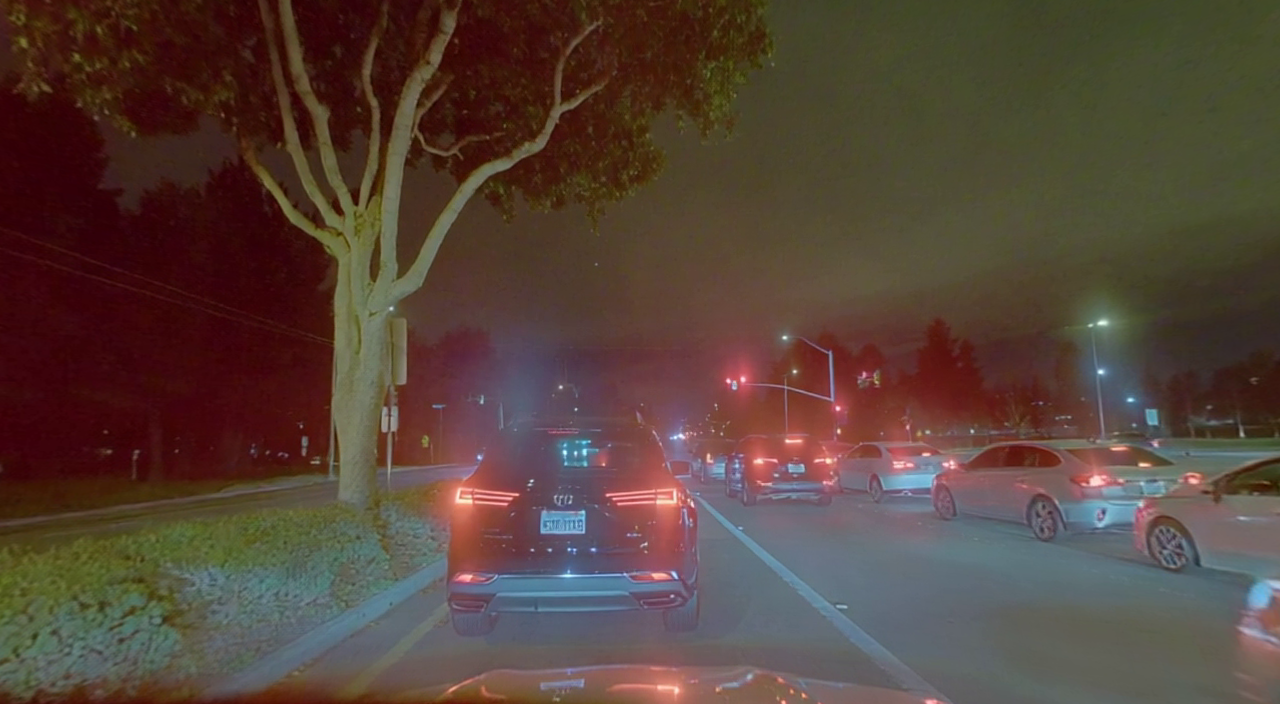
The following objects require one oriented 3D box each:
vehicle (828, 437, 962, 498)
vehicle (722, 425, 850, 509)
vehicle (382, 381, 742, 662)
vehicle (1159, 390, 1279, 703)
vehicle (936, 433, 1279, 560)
[{"bbox_3d":[6.950,3.191,17.820,1.890,1.489,4.415,0,-9,-1],"label":"vehicle"},{"bbox_3d":[3.262,2.681,15.122,1.963,1.682,4.407,0,-9,0],"label":"vehicle"},{"bbox_3d":[-0.431,1.353,6.088,2.201,1.709,4.271,0,-9,1],"label":"vehicle"},{"bbox_3d":[3.146,0.585,0.146,1.997,1.486,4.753,0,-9,0],"label":"vehicle"},{"bbox_3d":[6.576,2.020,9.656,1.894,1.445,4.565,0,-9,0],"label":"vehicle"}]
